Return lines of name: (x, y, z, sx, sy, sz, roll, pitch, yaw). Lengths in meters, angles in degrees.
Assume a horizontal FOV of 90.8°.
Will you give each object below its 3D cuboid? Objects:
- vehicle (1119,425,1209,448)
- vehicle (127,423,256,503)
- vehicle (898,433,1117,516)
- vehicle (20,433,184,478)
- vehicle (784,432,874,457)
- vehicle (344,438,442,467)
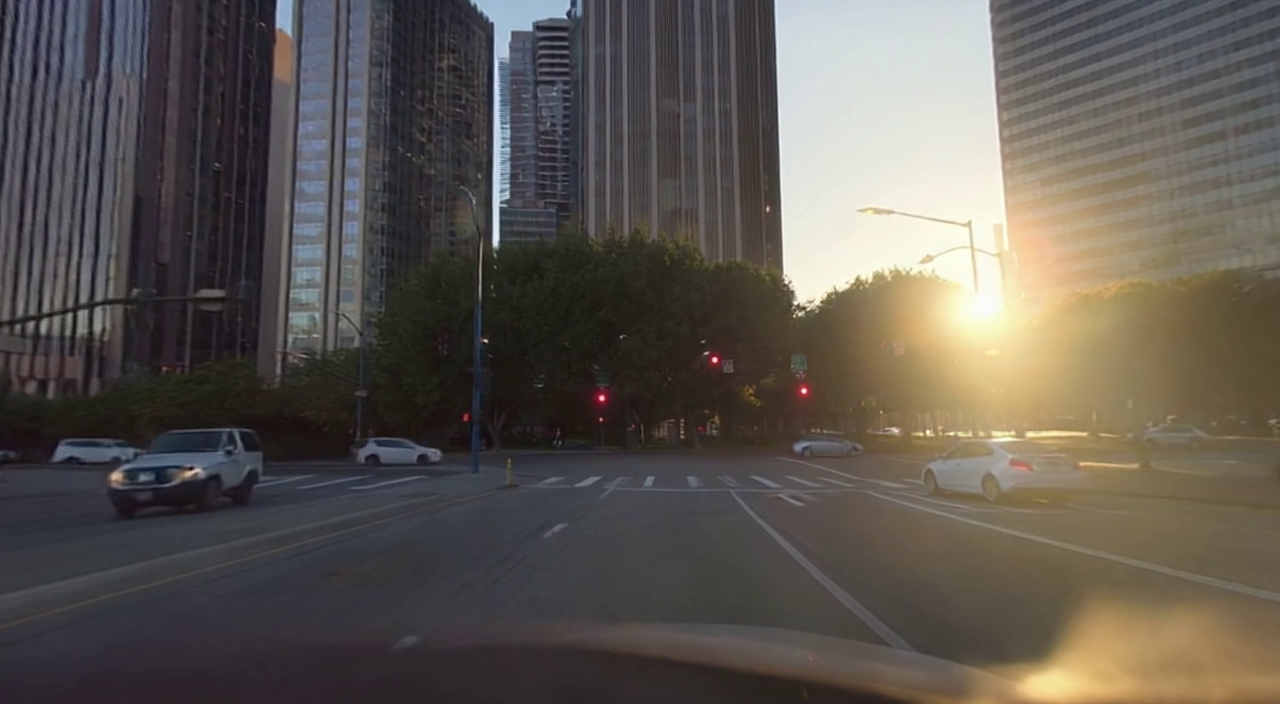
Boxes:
vehicle: (34.882, 5.668, 42.144, 4.253, 1.429, 1.807, -1, -9, 4)
vehicle: (-12.459, 3.068, 17.917, 2.125, 1.910, 4.779, 4, -9, -26)
vehicle: (7.692, 2.598, 13.970, 1.936, 1.489, 4.885, 0, -9, 1)
vehicle: (-25.504, 4.917, 30.131, 5.659, 1.967, 2.149, 0, -9, -2)
vehicle: (11.262, 5.555, 37.843, 4.762, 1.420, 1.814, 0, -9, -1)
vehicle: (-13.180, 5.376, 33.946, 4.503, 1.475, 1.789, 0, -9, -2)
